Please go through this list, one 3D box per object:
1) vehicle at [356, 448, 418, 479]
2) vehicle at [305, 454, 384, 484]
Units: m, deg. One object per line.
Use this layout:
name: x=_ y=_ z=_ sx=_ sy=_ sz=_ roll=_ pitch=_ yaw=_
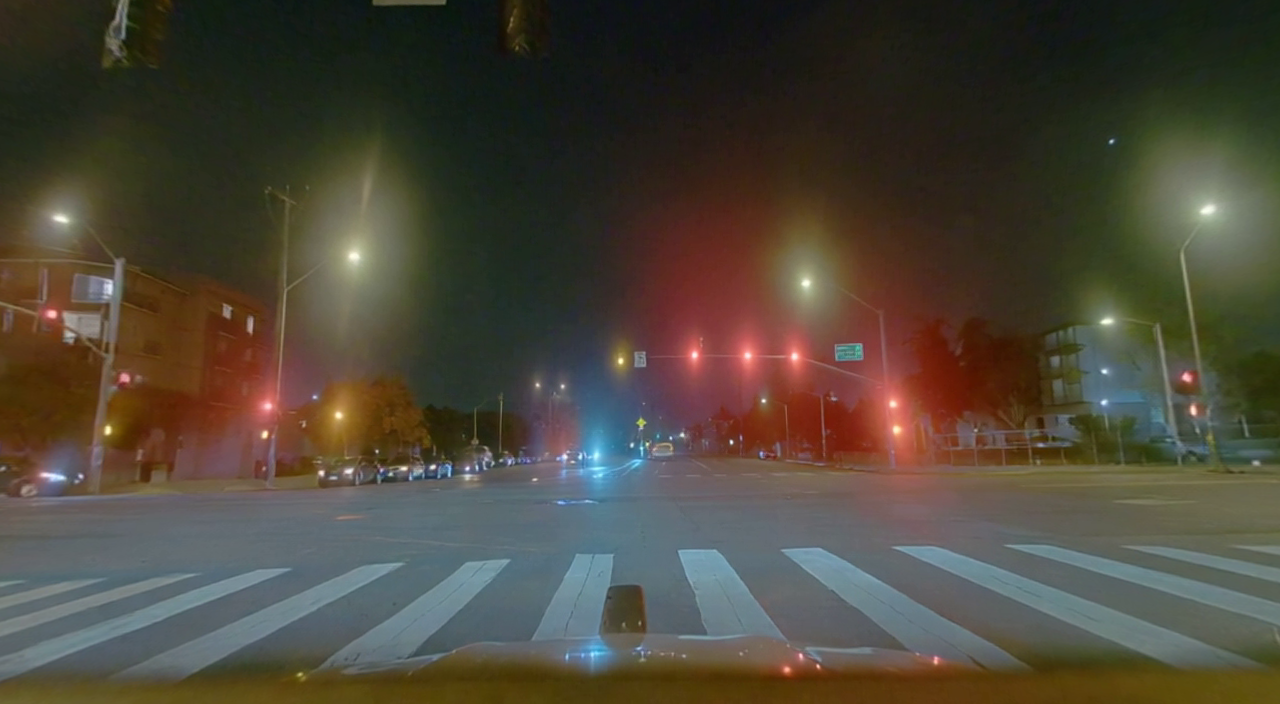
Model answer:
vehicle: x=-16.181 y=7.104 z=40.447 sx=1.960 sy=1.819 sz=5.018 roll=0 pitch=-9 yaw=-1
vehicle: x=-16.093 y=6.375 z=34.496 sx=2.055 sy=1.506 sz=4.663 roll=0 pitch=-9 yaw=0
